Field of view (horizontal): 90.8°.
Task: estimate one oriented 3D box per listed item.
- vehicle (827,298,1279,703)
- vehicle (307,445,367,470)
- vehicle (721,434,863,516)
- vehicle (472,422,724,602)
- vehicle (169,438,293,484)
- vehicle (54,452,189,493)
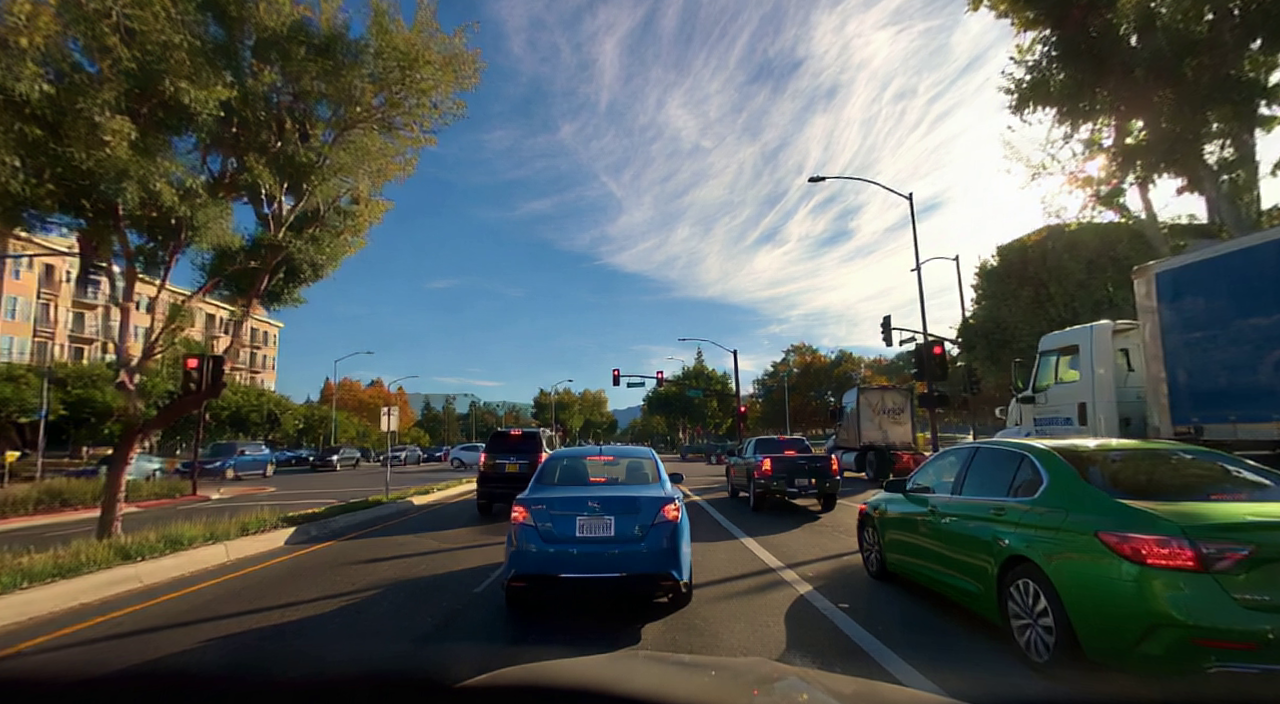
[{"bbox_3d":[3.583,1.104,5.060,2.572,1.945,5.065,0,-8,0],"label":"vehicle"},{"bbox_3d":[-21.559,7.480,45.123,1.935,1.701,4.590,0,-8,1],"label":"vehicle"},{"bbox_3d":[3.182,2.670,14.298,2.026,1.549,4.559,0,-8,-1],"label":"vehicle"},{"bbox_3d":[-0.374,1.652,7.388,2.143,1.520,3.848,0,-8,-1],"label":"vehicle"},{"bbox_3d":[-17.987,4.805,28.155,2.295,1.858,4.748,0,-8,0],"label":"vehicle"},{"bbox_3d":[-21.175,4.910,26.092,1.859,1.473,4.400,0,-8,-1],"label":"vehicle"}]
